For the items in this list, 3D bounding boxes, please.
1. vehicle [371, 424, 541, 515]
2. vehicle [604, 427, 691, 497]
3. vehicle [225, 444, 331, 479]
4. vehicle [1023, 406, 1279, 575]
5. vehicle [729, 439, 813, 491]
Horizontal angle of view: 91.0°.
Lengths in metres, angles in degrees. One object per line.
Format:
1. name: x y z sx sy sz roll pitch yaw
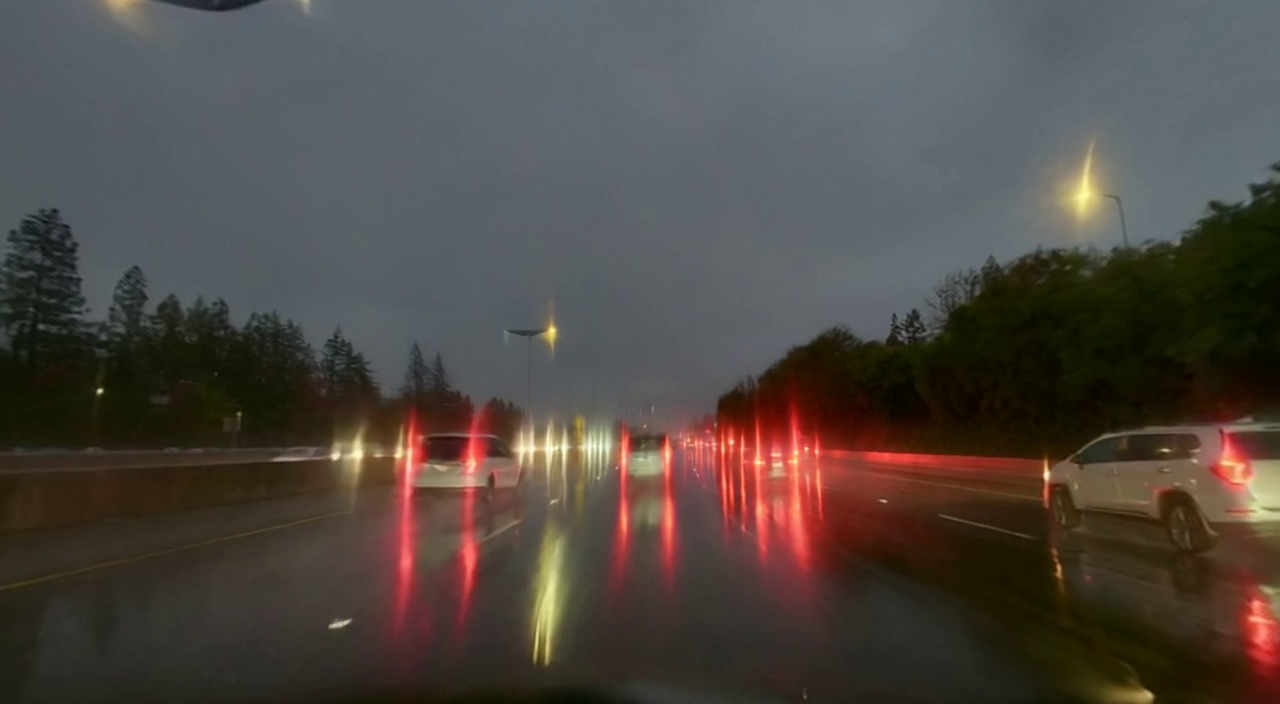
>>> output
1. vehicle: -3.737 2.502 13.866 2.128 1.627 4.697 0 -9 3
2. vehicle: 0.265 3.081 17.966 2.181 1.728 3.970 0 -9 2
3. vehicle: -20.192 6.125 35.498 2.216 1.736 5.773 0 -9 4
4. vehicle: 7.390 1.653 8.015 2.028 1.657 4.823 0 -9 1
5. vehicle: 4.216 3.697 21.011 1.999 1.514 4.338 0 -9 2
